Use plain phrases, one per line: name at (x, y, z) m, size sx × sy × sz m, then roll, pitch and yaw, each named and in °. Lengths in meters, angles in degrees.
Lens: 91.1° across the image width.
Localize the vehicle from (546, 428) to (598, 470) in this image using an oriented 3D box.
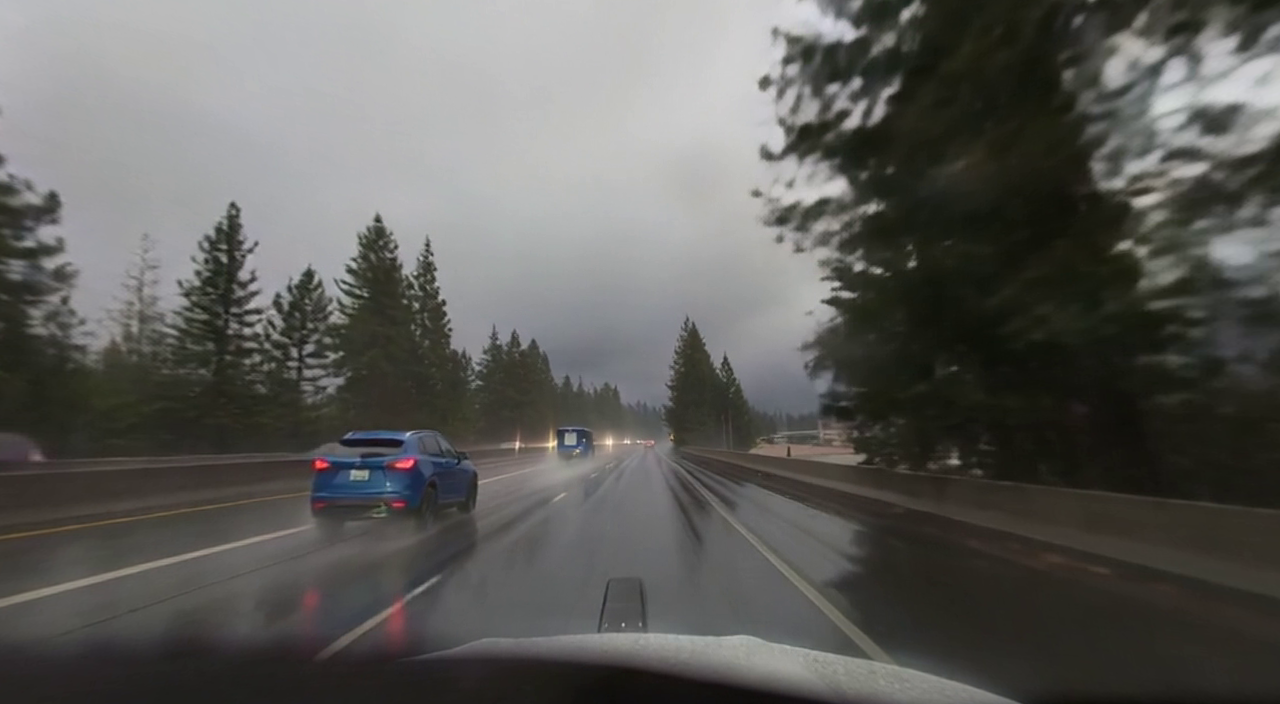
vehicle at (-3.656, 5.322, 34.578) m, size 2.241 × 2.095 × 4.985 m, roll 0°, pitch -8°, yaw 1°

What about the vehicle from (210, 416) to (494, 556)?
vehicle at (-3.855, 1.874, 9.589) m, size 2.053 × 1.589 × 4.671 m, roll 0°, pitch -8°, yaw 1°
